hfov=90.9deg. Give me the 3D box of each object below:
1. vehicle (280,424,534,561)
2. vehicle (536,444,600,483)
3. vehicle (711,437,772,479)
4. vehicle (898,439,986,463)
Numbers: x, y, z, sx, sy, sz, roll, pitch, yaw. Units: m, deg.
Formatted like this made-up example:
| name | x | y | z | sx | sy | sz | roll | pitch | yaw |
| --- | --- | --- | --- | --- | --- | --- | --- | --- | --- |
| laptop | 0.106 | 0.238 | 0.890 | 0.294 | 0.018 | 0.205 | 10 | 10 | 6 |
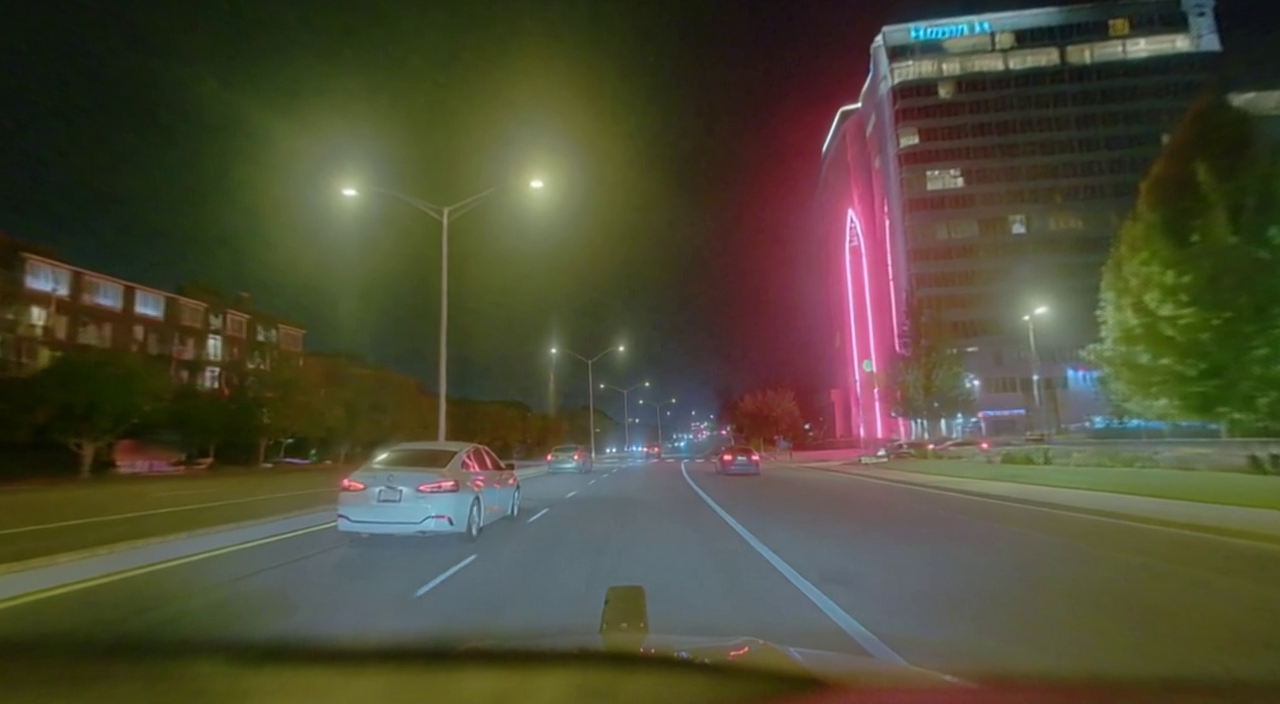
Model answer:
| name | x | y | z | sx | sy | sz | roll | pitch | yaw |
| --- | --- | --- | --- | --- | --- | --- | --- | --- | --- |
| vehicle | -3.084 | 1.969 | 9.595 | 2.118 | 1.568 | 4.436 | 0 | -8 | 1 |
| vehicle | -2.859 | 4.534 | 26.034 | 1.980 | 1.454 | 4.226 | -1 | -8 | 2 |
| vehicle | 4.503 | 4.771 | 28.629 | 2.103 | 1.699 | 4.171 | 0 | -8 | 0 |
| vehicle | 19.231 | 6.333 | 40.260 | 4.502 | 1.454 | 2.129 | 0 | -9 | 0 |
